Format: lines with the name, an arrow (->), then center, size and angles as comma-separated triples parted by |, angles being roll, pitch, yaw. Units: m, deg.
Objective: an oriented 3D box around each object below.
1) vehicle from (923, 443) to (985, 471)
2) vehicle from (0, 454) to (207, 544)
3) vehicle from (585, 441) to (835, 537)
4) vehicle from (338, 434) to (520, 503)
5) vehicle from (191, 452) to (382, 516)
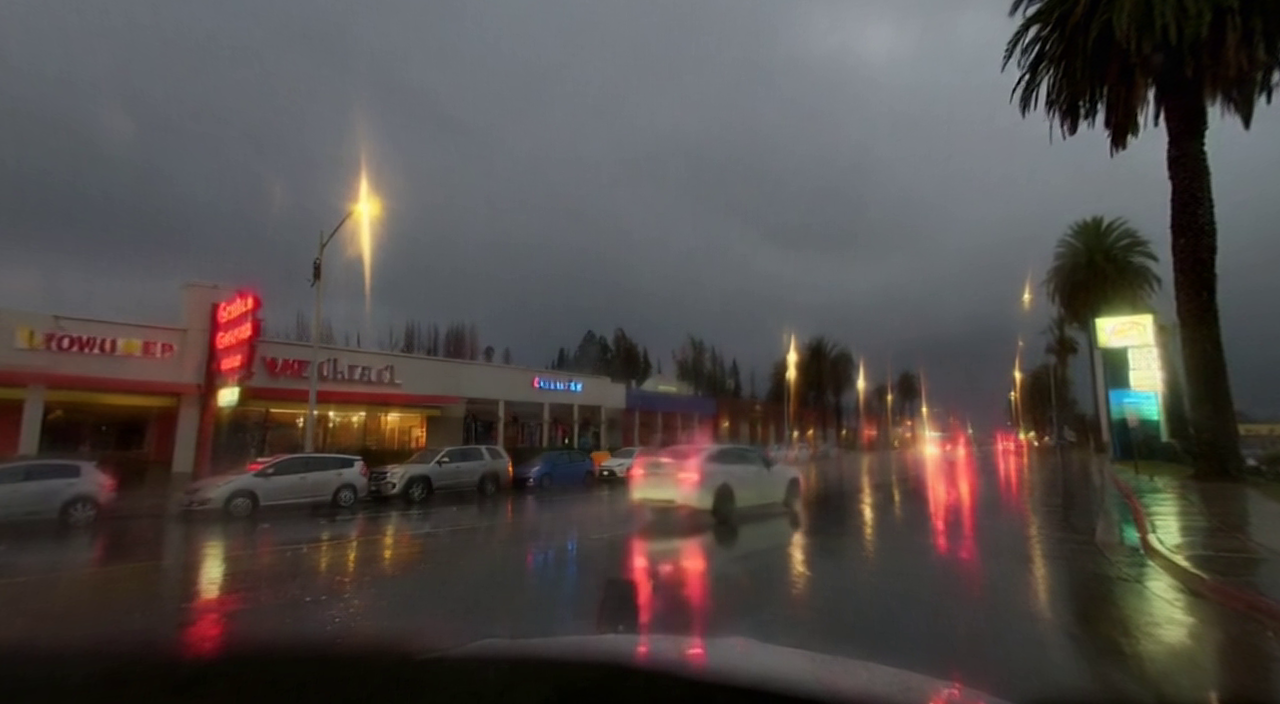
vehicle -> 18.702, 6.165, 37.318 | 2.232, 1.513, 5.090 | -6, -11, 37
vehicle -> -11.431, 2.739, 12.024 | 1.854, 1.482, 4.756 | -6, -11, 37
vehicle -> 1.533, 2.487, 12.235 | 4.918, 1.461, 2.139 | 8, -12, -43
vehicle -> -6.152, 3.590, 19.006 | 1.989, 1.792, 4.884 | -9, -15, 36
vehicle -> -10.564, 3.887, 19.151 | 1.900, 1.615, 4.573 | -6, -11, 37
